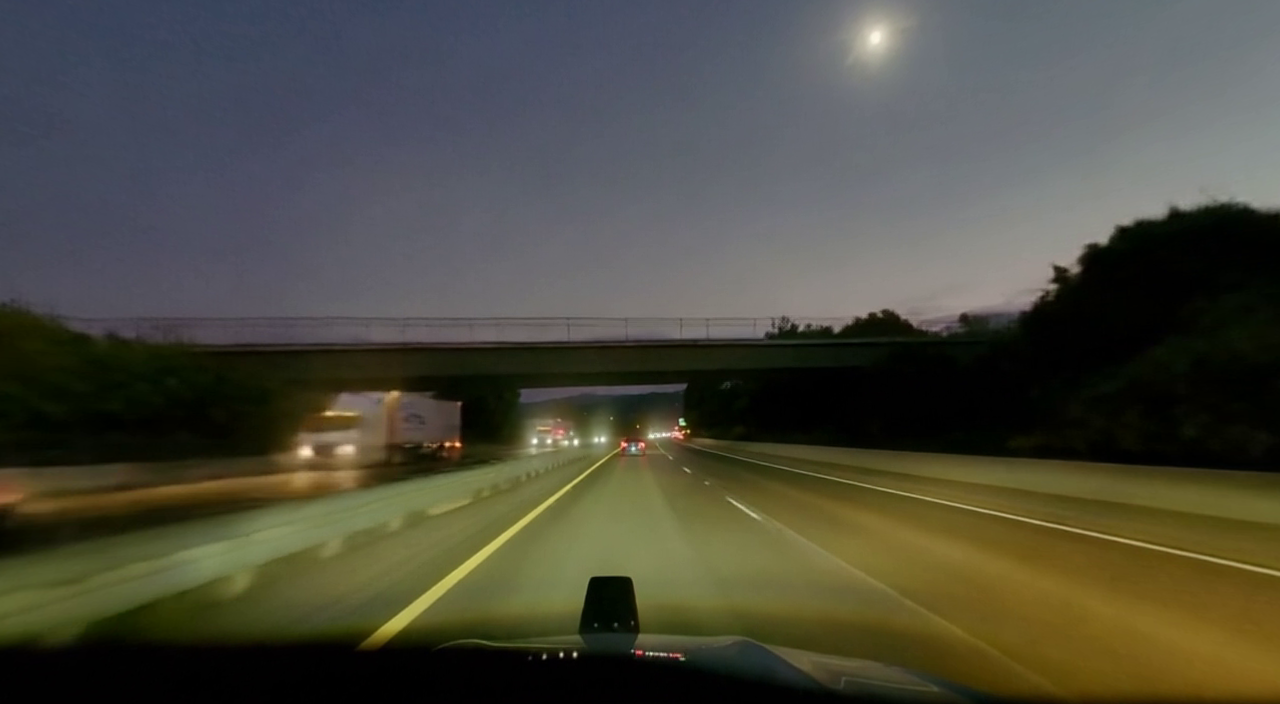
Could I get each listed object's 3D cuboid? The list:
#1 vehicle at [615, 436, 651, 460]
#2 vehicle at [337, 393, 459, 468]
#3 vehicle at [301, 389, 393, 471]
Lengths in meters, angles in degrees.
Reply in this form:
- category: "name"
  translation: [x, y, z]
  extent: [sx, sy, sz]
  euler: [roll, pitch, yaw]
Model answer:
- category: "vehicle"
  translation: [-0.436, 5.671, 37.426]
  extent: [1.996, 1.325, 4.029]
  euler: [0, -7, -1]
- category: "vehicle"
  translation: [-14.178, 4.814, 38.374]
  extent: [2.764, 3.825, 11.730]
  euler: [0, -8, 0]
- category: "vehicle"
  translation: [-14.092, 3.780, 30.543]
  extent: [3.005, 3.782, 2.671]
  euler: [0, -8, -1]
